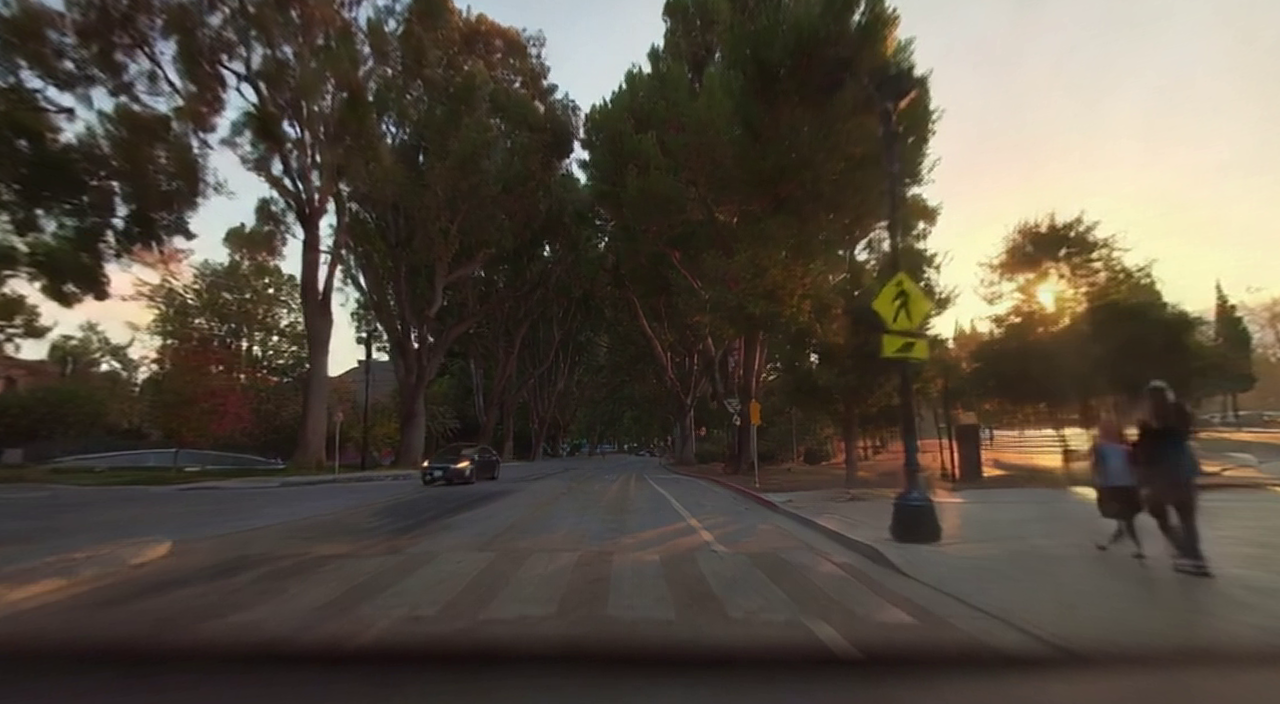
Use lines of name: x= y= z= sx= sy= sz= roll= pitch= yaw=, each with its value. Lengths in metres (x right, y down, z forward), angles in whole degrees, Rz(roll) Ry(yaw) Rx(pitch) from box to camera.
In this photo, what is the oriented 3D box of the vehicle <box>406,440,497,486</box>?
vehicle: x=-7.677 y=4.556 z=26.290 sx=2.036 sy=1.686 sz=4.780 roll=-1 pitch=-8 yaw=3
